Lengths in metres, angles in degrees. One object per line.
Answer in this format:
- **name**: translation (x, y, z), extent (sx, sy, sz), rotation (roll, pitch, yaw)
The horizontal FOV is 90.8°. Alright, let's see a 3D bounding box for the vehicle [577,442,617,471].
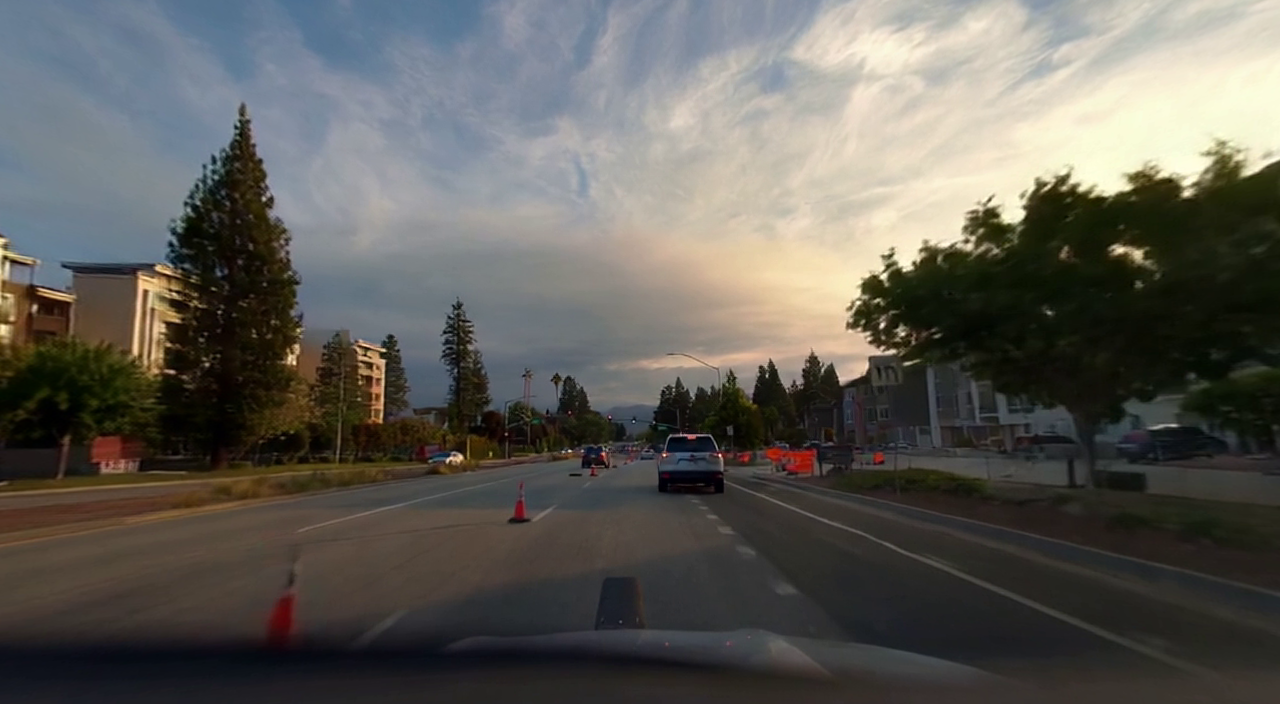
- **vehicle**: translation (-2.572, 6.416, 38.923), extent (2.121, 1.654, 3.993), rotation (0, -8, 1)

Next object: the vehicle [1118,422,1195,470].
- **vehicle**: translation (20.066, 3.645, 24.471), extent (1.926, 1.680, 4.410), rotation (-8, -11, 42)

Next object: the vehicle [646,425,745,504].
- **vehicle**: translation (1.326, 2.976, 17.145), extent (2.197, 1.835, 4.316), rotation (0, -8, -1)
